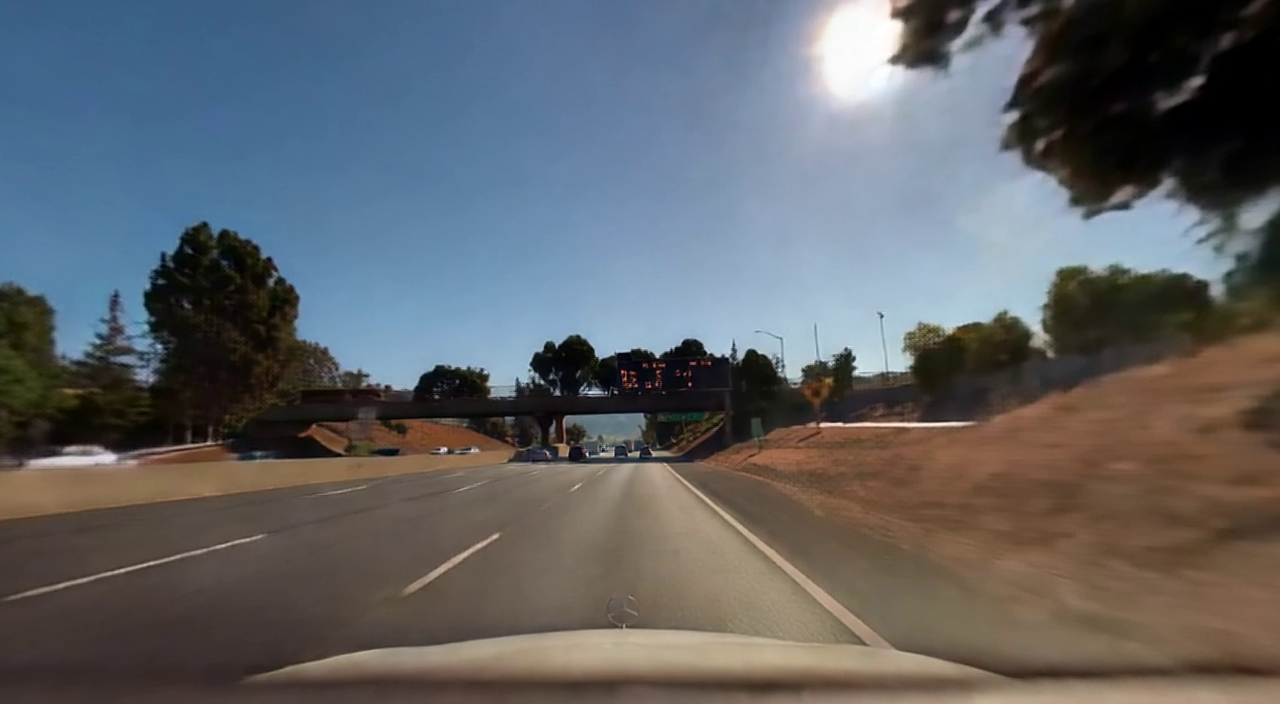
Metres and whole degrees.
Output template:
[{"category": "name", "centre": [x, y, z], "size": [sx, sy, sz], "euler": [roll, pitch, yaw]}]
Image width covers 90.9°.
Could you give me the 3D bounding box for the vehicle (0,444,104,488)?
[{"category": "vehicle", "centre": [-20.615, 3.852, 21.595], "size": [1.569, 1.354, 3.241], "euler": [0, -8, 1]}]
